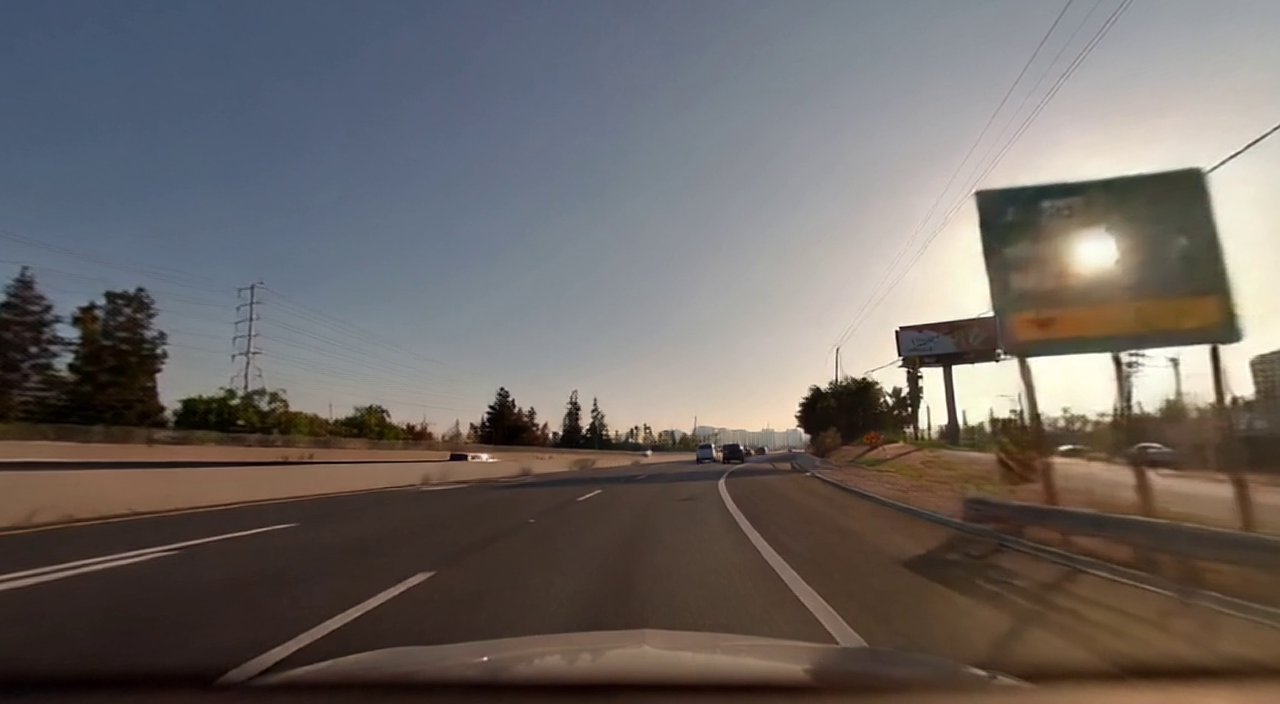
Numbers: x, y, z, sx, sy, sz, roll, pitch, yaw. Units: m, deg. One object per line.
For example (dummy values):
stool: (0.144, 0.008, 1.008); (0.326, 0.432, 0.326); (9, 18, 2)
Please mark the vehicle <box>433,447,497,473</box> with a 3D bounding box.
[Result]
vehicle: (-12.389, 7.633, 44.749); (2.145, 1.717, 4.448); (-3, -9, 19)
